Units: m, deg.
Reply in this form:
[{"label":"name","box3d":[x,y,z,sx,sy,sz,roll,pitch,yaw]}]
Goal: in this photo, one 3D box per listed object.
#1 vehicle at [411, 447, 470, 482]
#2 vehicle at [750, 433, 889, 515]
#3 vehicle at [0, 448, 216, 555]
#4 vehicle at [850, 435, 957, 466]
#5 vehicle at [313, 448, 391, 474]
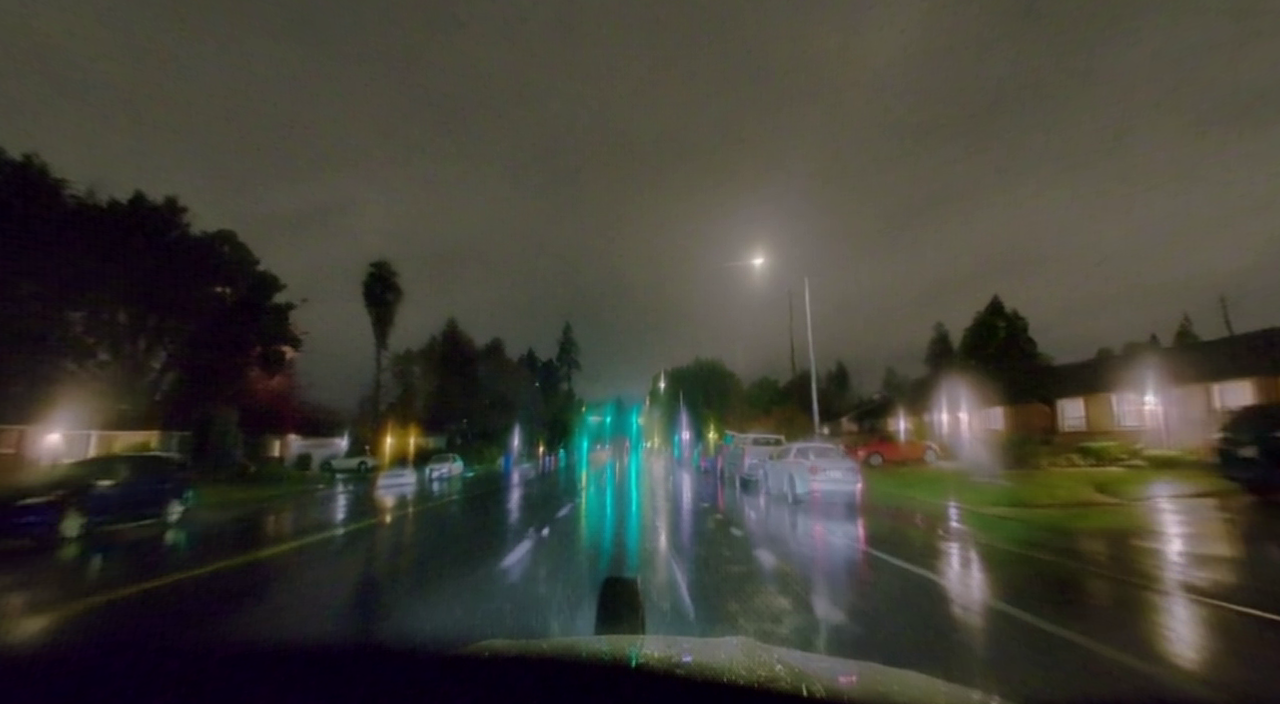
[{"label":"vehicle","box3d":[-10.909,6.225,34.884,1.964,1.667,4.217,-3,-10,-1]},{"label":"vehicle","box3d":[4.072,2.844,15.192,2.007,1.657,4.362,0,-9,-1]},{"label":"vehicle","box3d":[-10.921,2.771,12.522,2.091,1.717,4.392,0,-9,-3]},{"label":"vehicle","box3d":[12.420,4.659,29.950,4.285,1.434,1.740,0,-9,0]},{"label":"vehicle","box3d":[-19.916,7.535,43.831,4.359,1.727,2.029,0,-9,-2]}]
